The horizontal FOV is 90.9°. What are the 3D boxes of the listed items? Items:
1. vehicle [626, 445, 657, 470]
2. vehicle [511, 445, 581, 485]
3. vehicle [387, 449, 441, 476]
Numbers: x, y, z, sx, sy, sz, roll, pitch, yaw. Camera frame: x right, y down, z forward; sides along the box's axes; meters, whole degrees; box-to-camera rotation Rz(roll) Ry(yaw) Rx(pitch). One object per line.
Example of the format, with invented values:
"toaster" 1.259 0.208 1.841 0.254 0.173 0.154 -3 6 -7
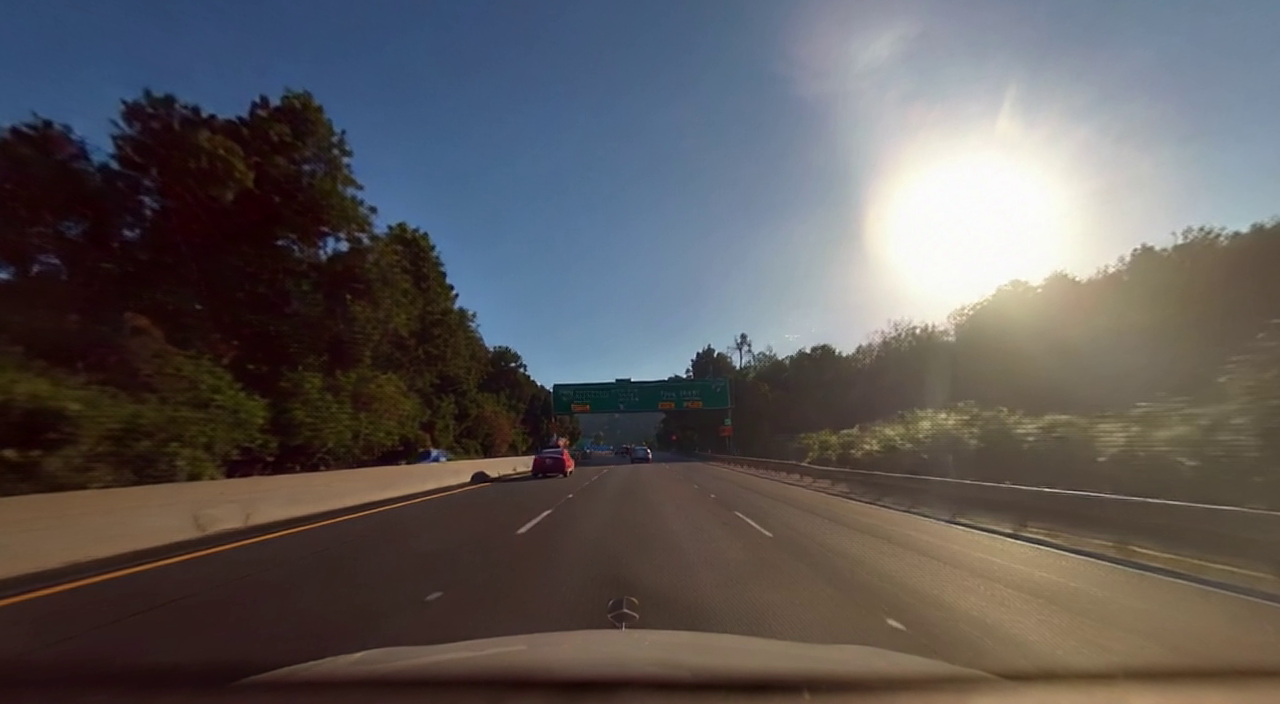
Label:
"vehicle" 0.090 7.006 42.047 2.011 1.590 3.607 0 -9 0
"vehicle" -3.738 4.602 25.942 2.157 1.483 4.601 0 -9 1
"vehicle" -13.486 6.596 37.794 1.765 1.493 4.007 0 -9 -1
